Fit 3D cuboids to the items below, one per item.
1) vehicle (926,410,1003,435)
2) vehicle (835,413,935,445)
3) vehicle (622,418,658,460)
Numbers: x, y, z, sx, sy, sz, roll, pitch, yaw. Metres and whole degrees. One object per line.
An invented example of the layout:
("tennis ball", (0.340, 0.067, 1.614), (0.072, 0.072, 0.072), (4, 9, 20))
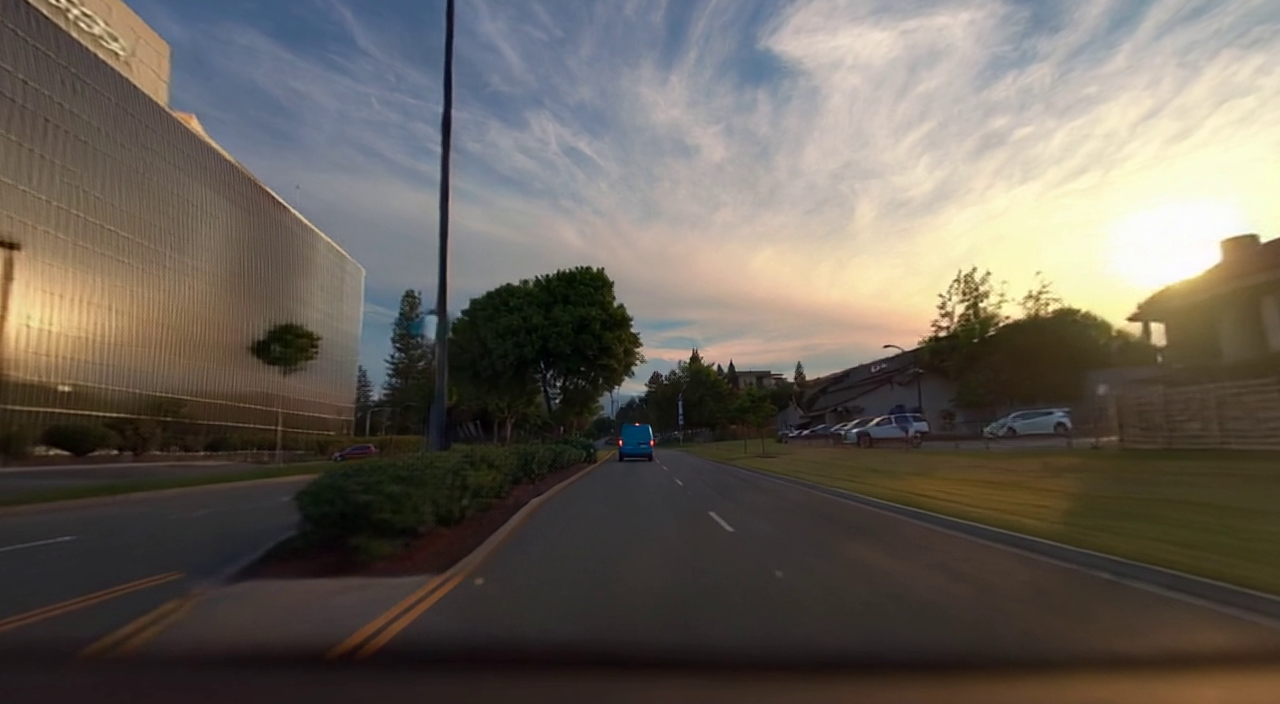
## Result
("vehicle", (22.414, 4.912, 43.660), (4.287, 1.575, 1.931), (1, -8, 0))
("vehicle", (12.331, 3.914, 31.849), (4.184, 1.578, 1.976), (1, -8, -4))
("vehicle", (-0.053, 6.162, 44.664), (2.435, 2.816, 5.232), (0, -8, -1))
